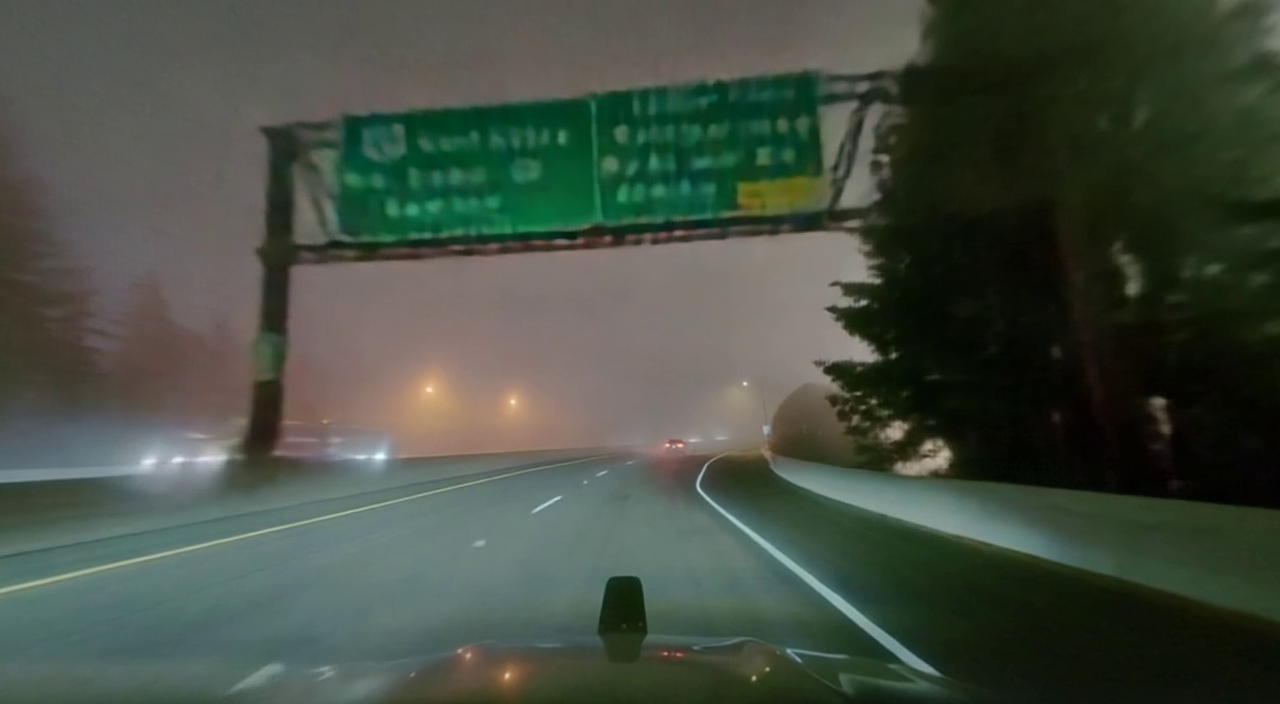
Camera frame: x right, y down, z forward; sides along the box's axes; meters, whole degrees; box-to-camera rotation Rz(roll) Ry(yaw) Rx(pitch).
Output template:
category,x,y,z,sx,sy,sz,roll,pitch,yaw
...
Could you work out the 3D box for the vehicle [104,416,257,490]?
category,x,y,z,sx,sy,sz,roll,pitch,yaw
vehicle,-28.274,6.272,39.501,3.008,4.074,8.176,-1,-8,2
